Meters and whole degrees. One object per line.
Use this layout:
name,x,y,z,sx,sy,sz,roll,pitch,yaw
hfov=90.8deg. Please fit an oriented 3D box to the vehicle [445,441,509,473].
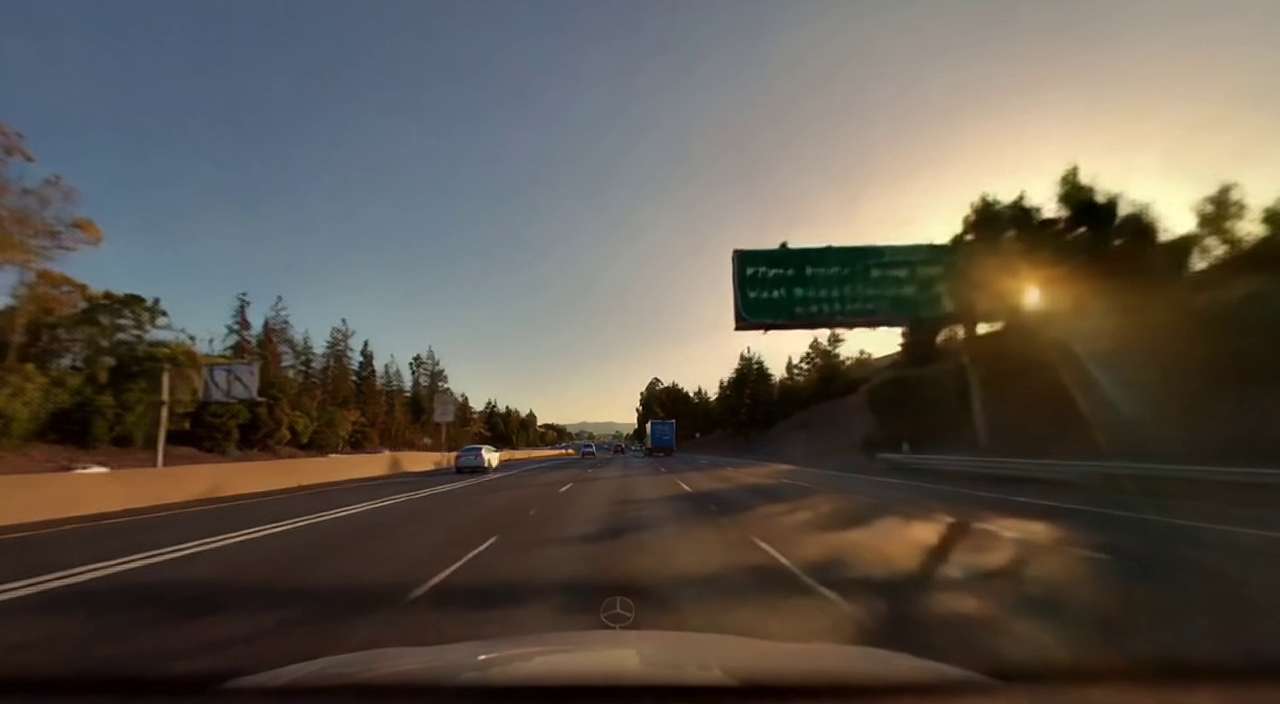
vehicle,-8.104,5.267,31.886,2.033,1.494,4.508,0,-8,0
